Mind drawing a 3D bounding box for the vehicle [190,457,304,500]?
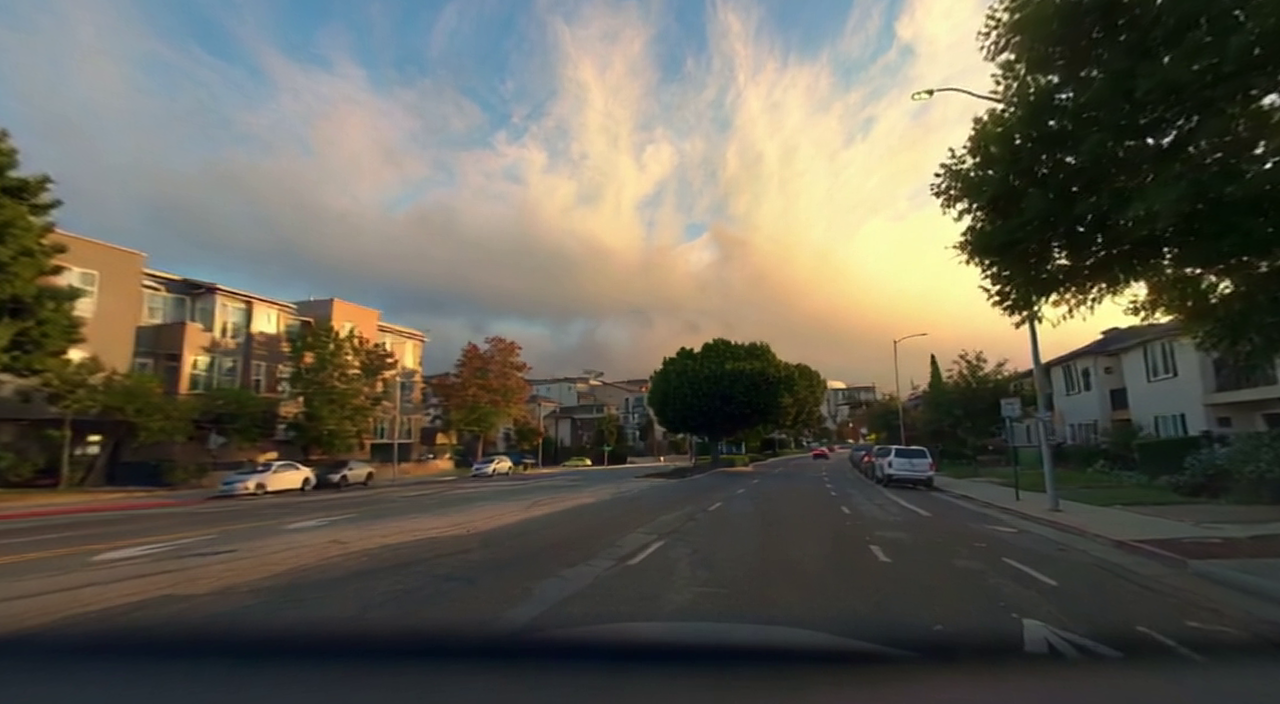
[{"bbox_3d":[-17.630,5.662,28.576,1.809,1.677,4.253,-2,-9,13],"label":"vehicle"}]

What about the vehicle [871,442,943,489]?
[{"bbox_3d":[10.268,4.348,24.540,2.011,1.649,4.001,-3,-9,15],"label":"vehicle"}]

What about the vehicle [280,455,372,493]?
[{"bbox_3d":[-16.478,6.372,33.323,1.886,1.777,4.273,-3,-9,15],"label":"vehicle"}]

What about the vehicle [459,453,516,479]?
[{"bbox_3d":[-11.790,8.841,49.153,2.060,1.814,5.097,-3,-9,16],"label":"vehicle"}]
